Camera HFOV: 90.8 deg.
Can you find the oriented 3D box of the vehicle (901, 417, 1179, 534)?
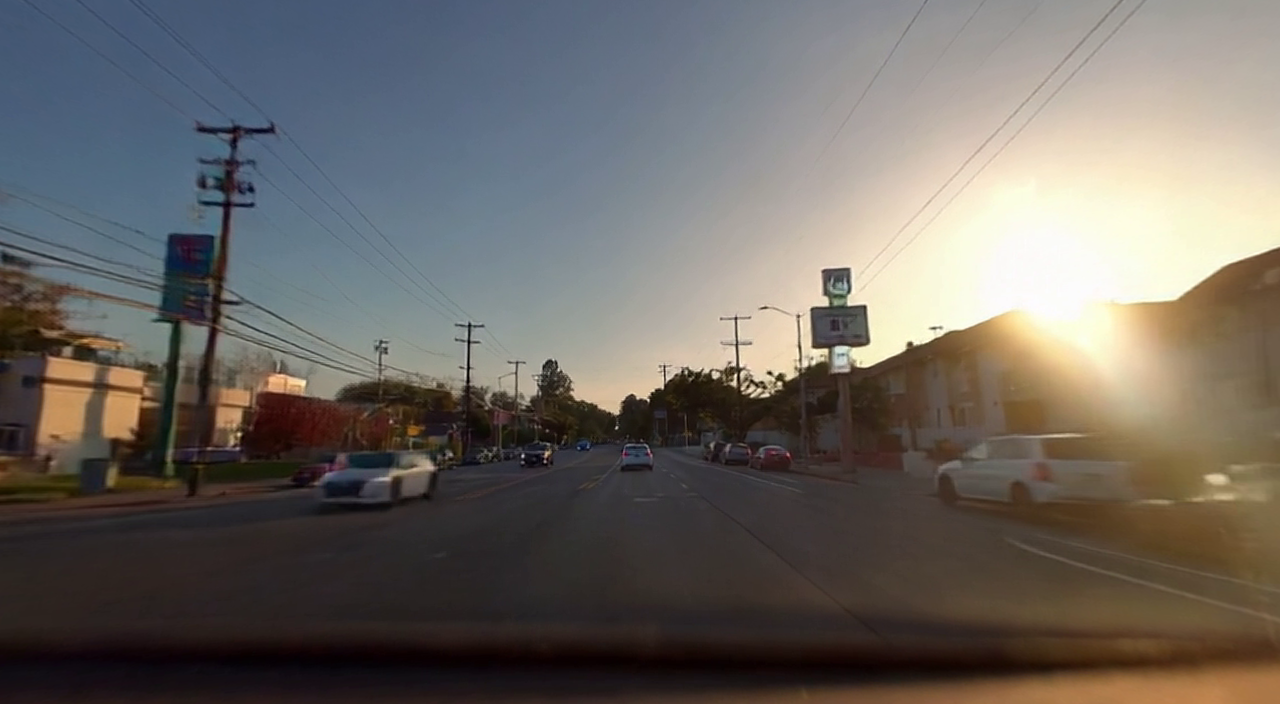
[{"bbox_3d":[7.771,2.441,13.222,2.188,1.903,5.324,0,-8,-2],"label":"vehicle"}]

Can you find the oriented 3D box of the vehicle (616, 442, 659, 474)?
[{"bbox_3d":[-0.152,5.523,33.136,2.067,1.547,4.513,0,-8,-1],"label":"vehicle"}]

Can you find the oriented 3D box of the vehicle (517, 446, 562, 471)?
[{"bbox_3d":[-6.354,6.789,40.446,1.992,1.476,4.682,-1,-8,1],"label":"vehicle"}]

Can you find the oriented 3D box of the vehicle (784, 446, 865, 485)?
[{"bbox_3d":[7.727,4.751,26.932,1.936,1.479,4.736,0,-8,-1],"label":"vehicle"}]

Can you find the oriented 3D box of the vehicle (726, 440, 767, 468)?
[{"bbox_3d":[7.671,7.401,46.016,2.026,1.851,4.360,0,-8,-2],"label":"vehicle"}]

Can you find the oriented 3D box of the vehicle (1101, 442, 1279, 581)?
[{"bbox_3d":[7.837,1.750,7.014,1.833,1.475,4.648,0,-8,-1],"label":"vehicle"}]

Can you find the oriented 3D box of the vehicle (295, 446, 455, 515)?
[{"bbox_3d":[-6.460,3.140,16.114,2.018,1.466,4.631,-1,-8,1],"label":"vehicle"}]
